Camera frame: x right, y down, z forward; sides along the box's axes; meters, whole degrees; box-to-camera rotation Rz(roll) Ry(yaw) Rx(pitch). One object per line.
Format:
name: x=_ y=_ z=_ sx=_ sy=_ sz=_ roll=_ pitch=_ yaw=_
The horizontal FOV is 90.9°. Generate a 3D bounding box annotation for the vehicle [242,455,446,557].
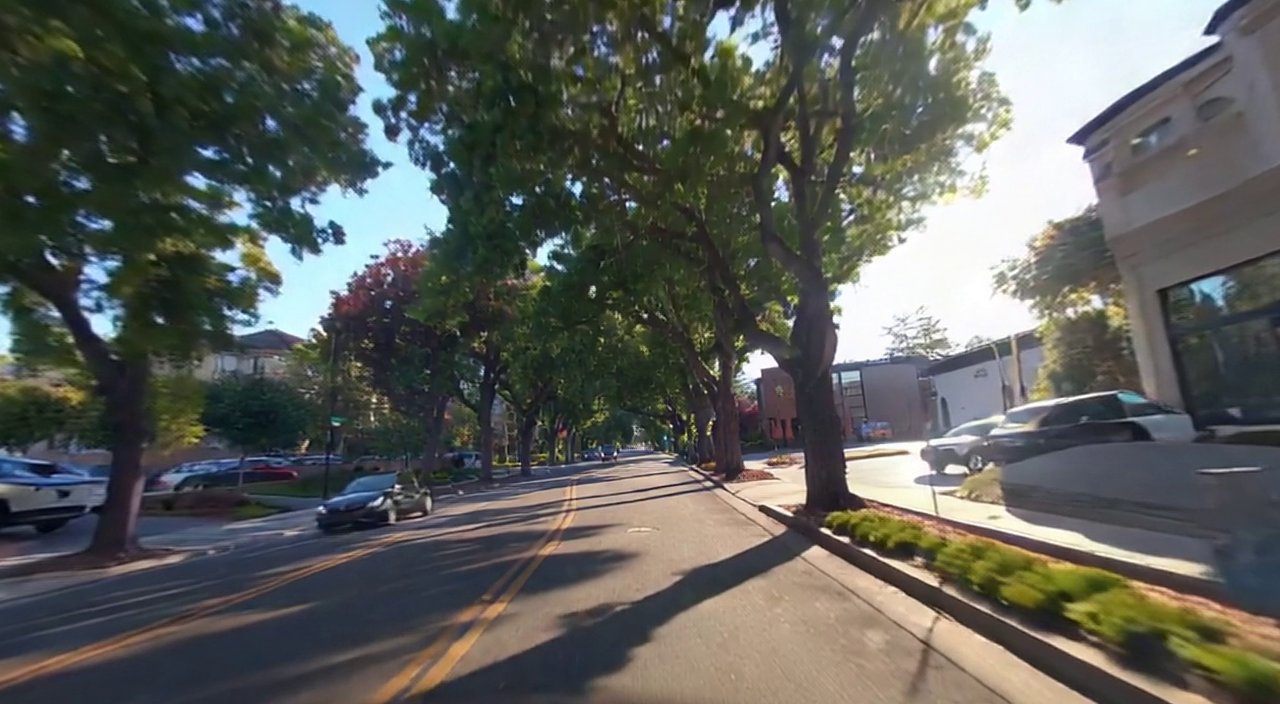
vehicle: x=-5.701 y=2.958 z=12.845 sx=1.956 sy=1.452 sz=4.426 roll=-6 pitch=-9 yaw=1

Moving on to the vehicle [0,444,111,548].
vehicle: x=-16.881 y=3.334 z=15.150 sx=5.969 sy=2.158 sz=2.643 roll=0 pitch=-7 yaw=2
